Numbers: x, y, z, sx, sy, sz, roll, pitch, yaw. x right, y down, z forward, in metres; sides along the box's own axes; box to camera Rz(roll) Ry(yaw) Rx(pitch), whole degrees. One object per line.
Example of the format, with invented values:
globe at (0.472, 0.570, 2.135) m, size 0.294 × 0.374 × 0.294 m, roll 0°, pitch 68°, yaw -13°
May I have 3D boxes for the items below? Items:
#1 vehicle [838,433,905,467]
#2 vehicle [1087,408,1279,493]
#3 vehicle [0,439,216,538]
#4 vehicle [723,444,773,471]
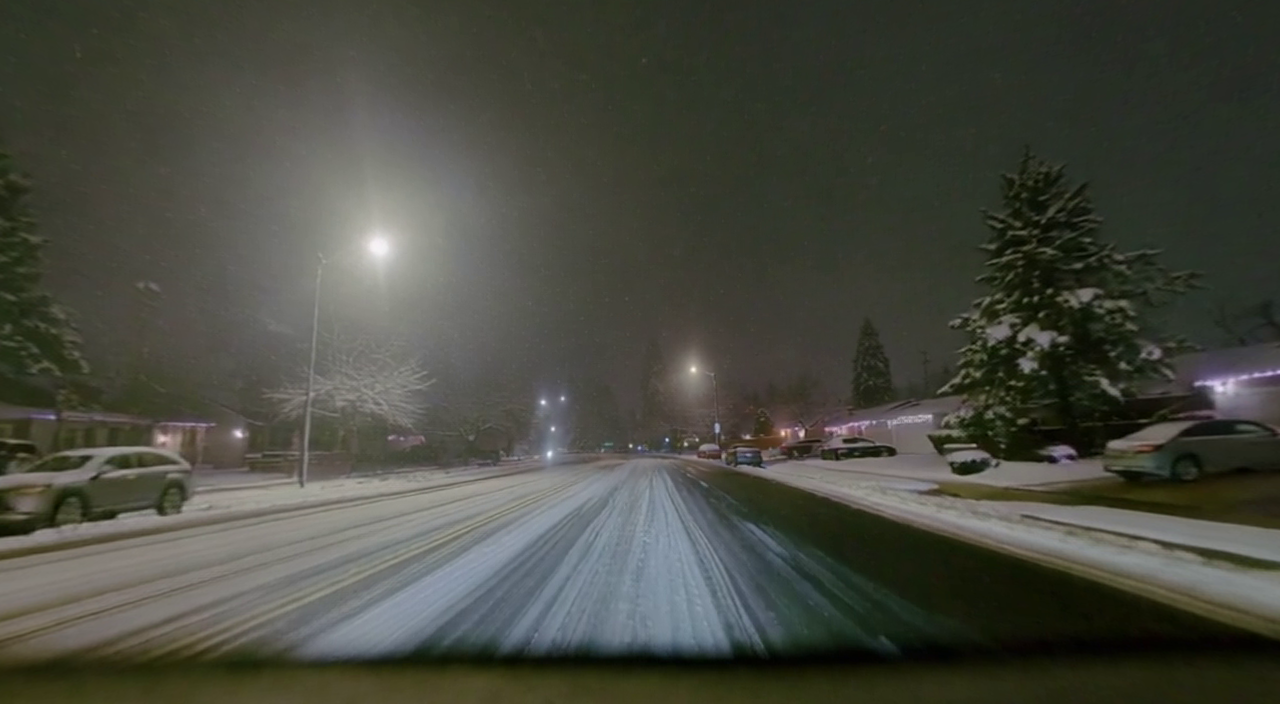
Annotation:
vehicle at (13.367, 5.721, 36.832) m, size 1.978 × 1.738 × 4.734 m, roll -2°, pitch -9°, yaw -1°
vehicle at (14.031, 2.346, 15.181) m, size 4.763 × 1.816 × 2.227 m, roll -2°, pitch -9°, yaw 2°
vehicle at (-11.372, 2.789, 13.286) m, size 2.020 × 1.691 × 4.308 m, roll -2°, pitch -10°, yaw -2°
vehicle at (6.532, 6.444, 38.744) m, size 2.042 × 1.511 × 5.029 m, roll 0°, pitch -8°, yaw -2°
